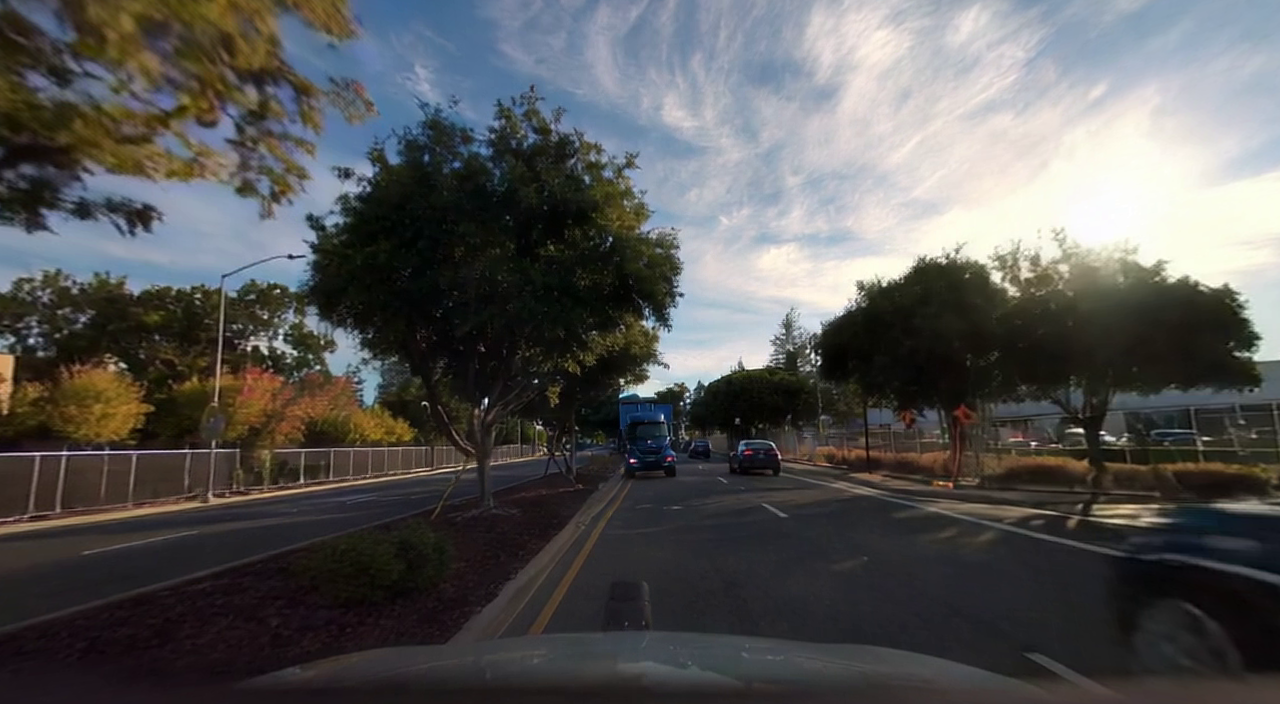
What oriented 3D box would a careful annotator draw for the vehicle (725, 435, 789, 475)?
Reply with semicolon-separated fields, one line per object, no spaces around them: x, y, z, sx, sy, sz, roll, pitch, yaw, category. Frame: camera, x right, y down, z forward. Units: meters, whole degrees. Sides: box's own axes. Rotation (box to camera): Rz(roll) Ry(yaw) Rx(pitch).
5.190;4.622;28.595;2.076;1.661;4.524;0;-8;0;vehicle

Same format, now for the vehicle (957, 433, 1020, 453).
23.315;6.095;42.183;3.251;1.321;1.555;-1;-9;0;vehicle

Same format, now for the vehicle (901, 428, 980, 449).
22.792;6.590;47.985;4.995;1.543;1.899;0;-9;1;vehicle

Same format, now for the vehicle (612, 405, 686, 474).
0.526;4.300;30.961;3.197;2.963;7.055;0;-8;2;vehicle
